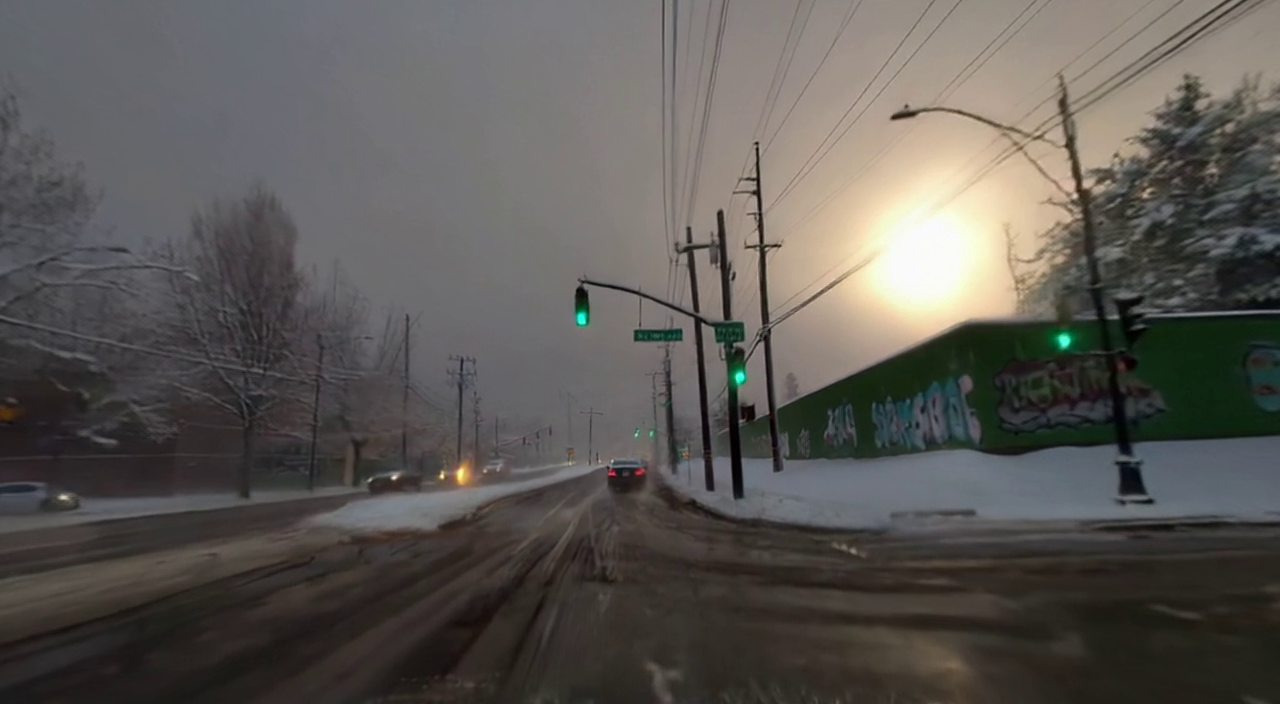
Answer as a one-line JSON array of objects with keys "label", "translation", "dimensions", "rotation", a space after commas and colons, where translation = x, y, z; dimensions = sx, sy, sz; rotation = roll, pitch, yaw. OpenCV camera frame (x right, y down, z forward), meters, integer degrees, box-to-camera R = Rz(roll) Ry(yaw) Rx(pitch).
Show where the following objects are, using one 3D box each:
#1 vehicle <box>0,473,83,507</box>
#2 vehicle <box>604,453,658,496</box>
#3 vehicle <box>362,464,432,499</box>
[{"label": "vehicle", "translation": [-30.018, 6.799, 31.123], "dimensions": [1.627, 1.383, 3.731], "rotation": [-4, -9, 4]}, {"label": "vehicle", "translation": [-0.365, 5.091, 26.660], "dimensions": [2.105, 1.611, 3.750], "rotation": [0, -8, -1]}, {"label": "vehicle", "translation": [-13.073, 6.965, 34.315], "dimensions": [1.992, 1.585, 4.375], "rotation": [0, -8, 0]}]
